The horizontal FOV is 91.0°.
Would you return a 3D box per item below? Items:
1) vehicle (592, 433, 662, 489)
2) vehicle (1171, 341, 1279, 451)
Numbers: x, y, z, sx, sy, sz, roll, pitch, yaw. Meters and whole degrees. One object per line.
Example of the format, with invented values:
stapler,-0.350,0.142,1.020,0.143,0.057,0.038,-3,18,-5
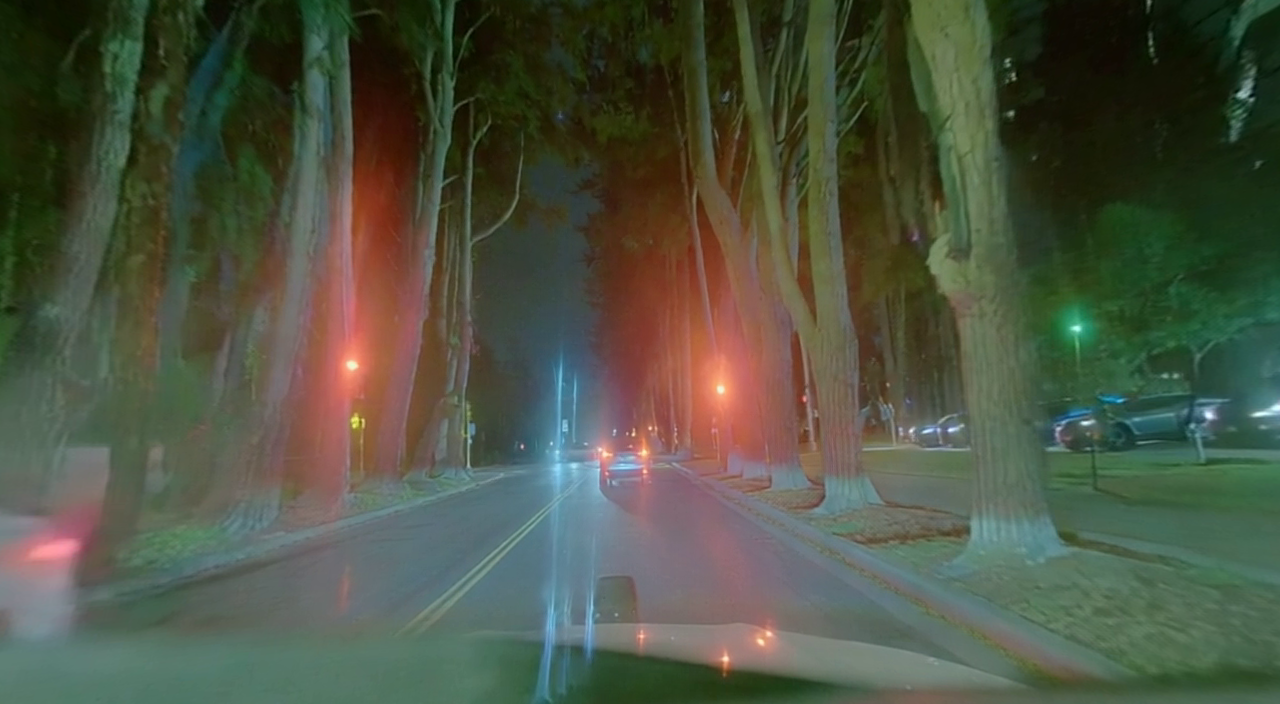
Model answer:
vehicle,-0.391,3.633,21.349,2.142,1.686,3.816,-1,-8,1
vehicle,11.687,0.671,9.974,4.559,1.619,1.855,-3,-9,6
